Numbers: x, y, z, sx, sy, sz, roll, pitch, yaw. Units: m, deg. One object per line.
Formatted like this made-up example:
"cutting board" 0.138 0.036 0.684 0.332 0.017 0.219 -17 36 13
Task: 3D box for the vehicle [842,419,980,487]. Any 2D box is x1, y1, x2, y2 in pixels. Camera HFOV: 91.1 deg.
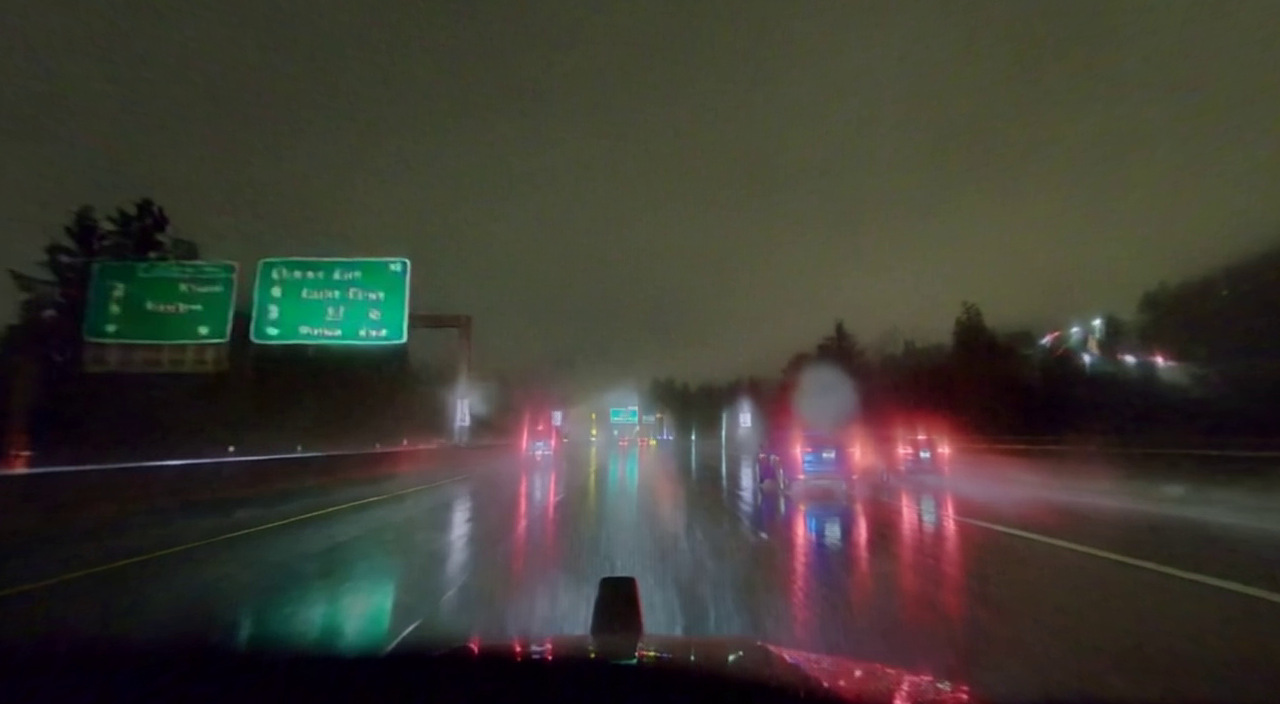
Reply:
"vehicle" 7.198 2.703 17.199 1.956 1.634 3.935 0 -8 -1

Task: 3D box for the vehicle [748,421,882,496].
"vehicle" 4.039 2.515 15.329 2.011 1.576 4.060 0 -8 -1

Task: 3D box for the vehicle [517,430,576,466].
"vehicle" -3.999 4.181 27.617 2.032 1.465 4.316 0 -8 -1
